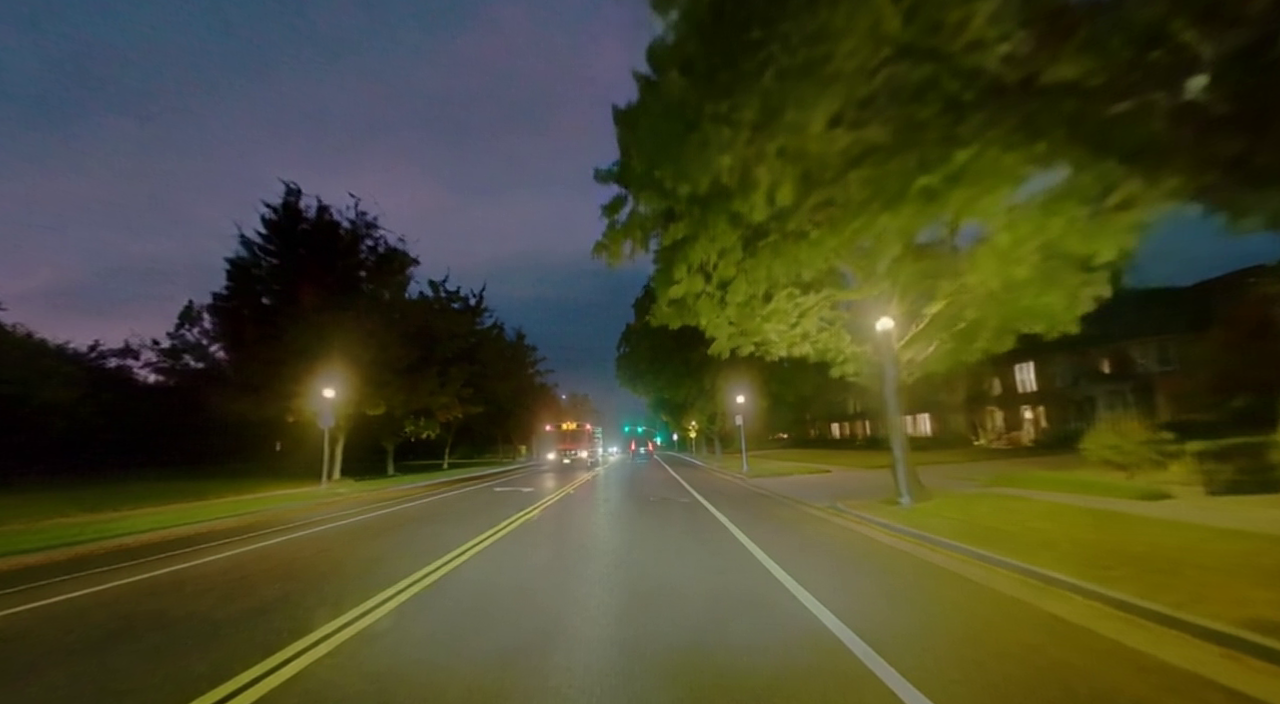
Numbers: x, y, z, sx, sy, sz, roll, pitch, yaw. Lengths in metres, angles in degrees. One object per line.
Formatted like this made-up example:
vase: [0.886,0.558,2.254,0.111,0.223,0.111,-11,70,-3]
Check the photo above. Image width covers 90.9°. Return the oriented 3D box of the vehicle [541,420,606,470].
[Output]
vehicle: [-4.028,5.962,40.450,2.966,2.818,9.113,0,-8,2]
